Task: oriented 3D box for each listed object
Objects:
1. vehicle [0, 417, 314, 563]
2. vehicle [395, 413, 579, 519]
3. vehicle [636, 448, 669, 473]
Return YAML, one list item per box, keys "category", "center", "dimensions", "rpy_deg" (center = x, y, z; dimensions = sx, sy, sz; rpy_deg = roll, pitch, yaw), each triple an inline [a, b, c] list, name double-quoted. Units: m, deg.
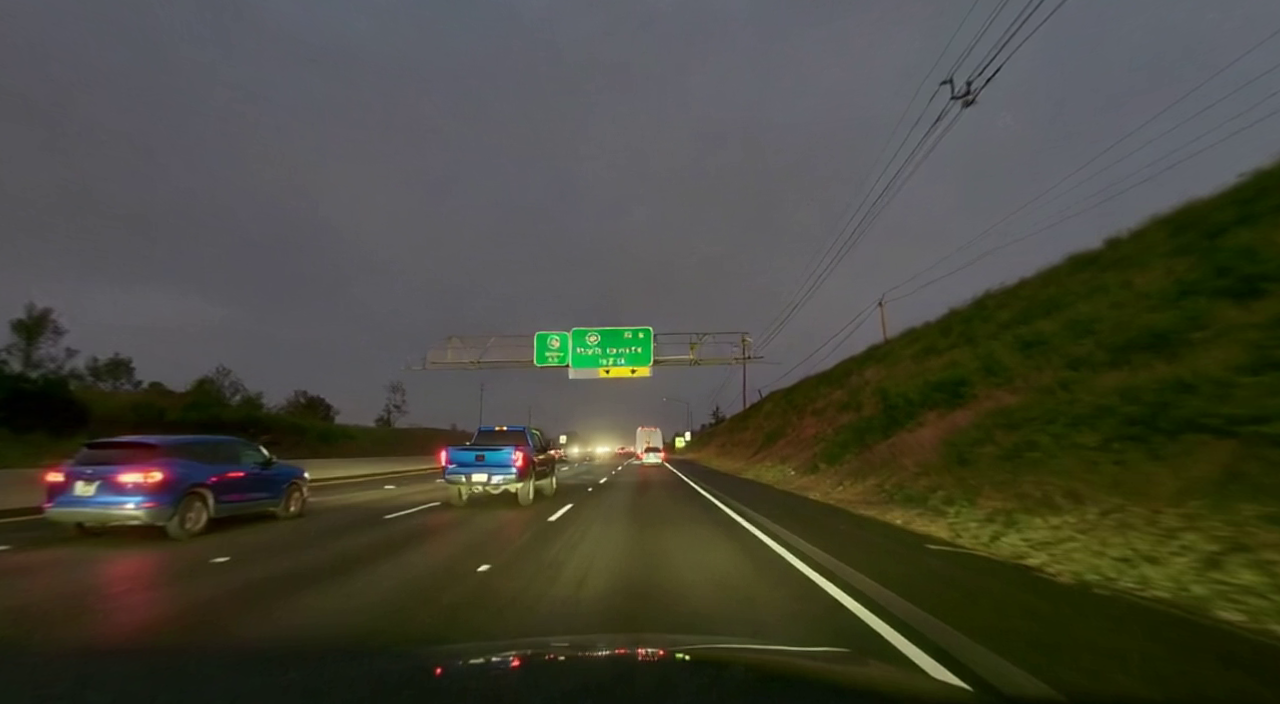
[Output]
- category: "vehicle"
  center: [-7.480, 1.982, 9.825]
  dimensions: [2.143, 1.688, 4.776]
  rpy_deg: [0, -9, 1]
- category: "vehicle"
  center: [-3.330, 2.728, 15.634]
  dimensions: [2.972, 2.087, 6.126]
  rpy_deg: [0, -9, 0]
- category: "vehicle"
  center: [0.778, 7.130, 41.579]
  dimensions: [2.025, 1.485, 4.310]
  rpy_deg: [0, -9, -1]
